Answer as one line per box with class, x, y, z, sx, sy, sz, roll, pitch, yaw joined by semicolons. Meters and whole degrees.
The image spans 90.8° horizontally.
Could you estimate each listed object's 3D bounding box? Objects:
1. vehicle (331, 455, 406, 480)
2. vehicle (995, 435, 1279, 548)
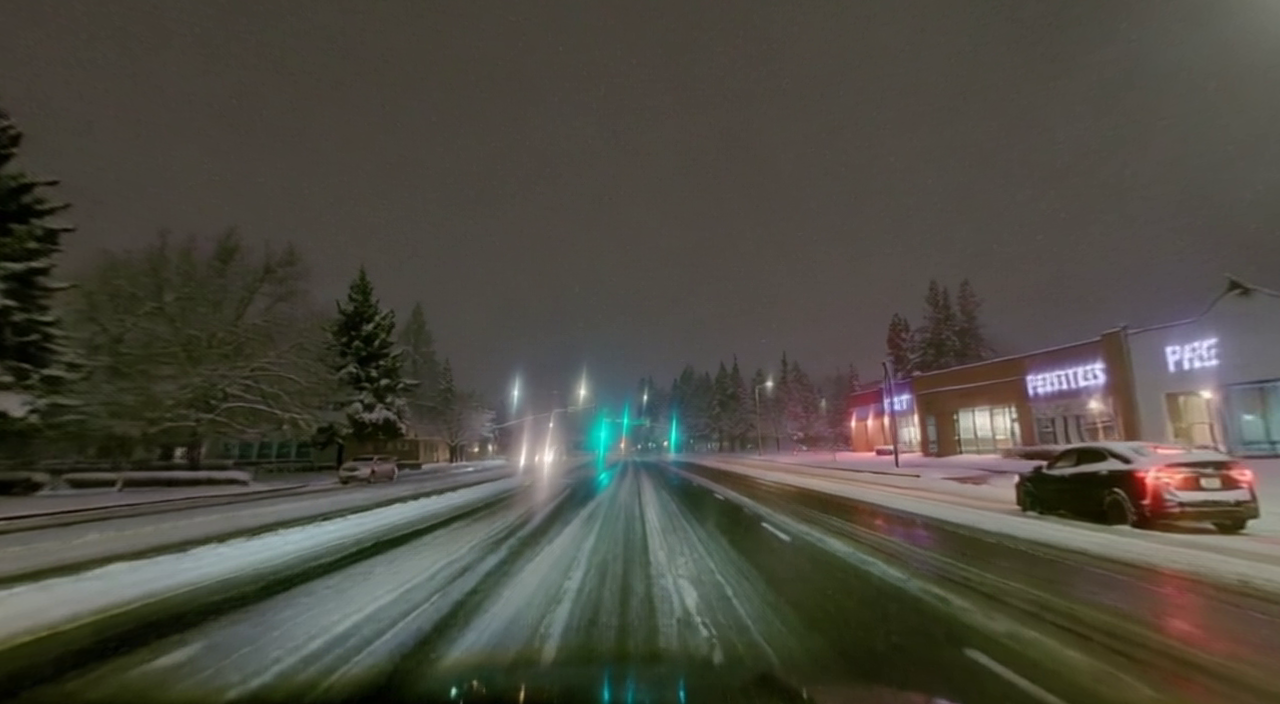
vehicle;-18.271;7.729;42.462;4.523;1.494;1.857;-3;-9;21
vehicle;8.128;2.157;10.502;1.936;1.460;4.258;0;-8;0
